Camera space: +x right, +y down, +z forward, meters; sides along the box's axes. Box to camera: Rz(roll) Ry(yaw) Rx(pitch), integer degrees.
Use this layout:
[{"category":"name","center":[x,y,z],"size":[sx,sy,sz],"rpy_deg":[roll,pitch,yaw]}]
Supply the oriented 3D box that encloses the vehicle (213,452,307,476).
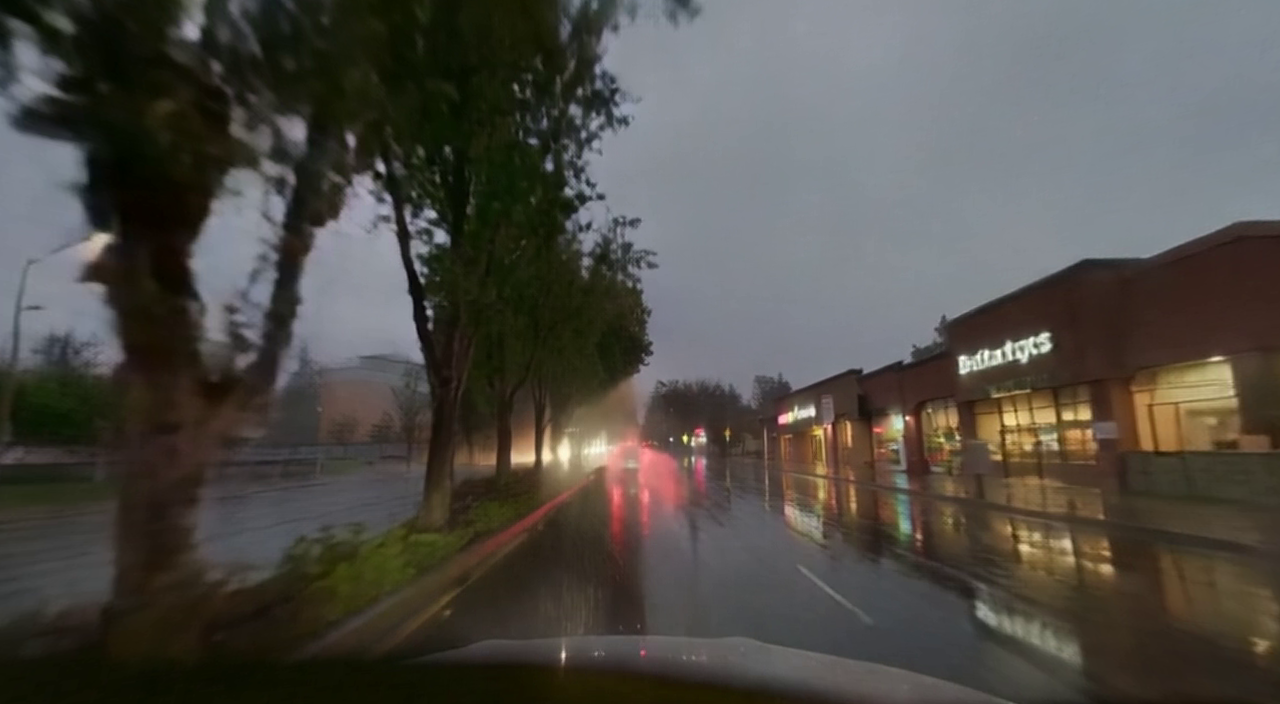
[{"category":"vehicle","center":[-23.215,6.836,38.704],"size":[4.472,1.412,1.891],"rpy_deg":[0,-9,-3]}]

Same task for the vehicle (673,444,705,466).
[{"category":"vehicle","center":[3.513,7.484,45.922],"size":[1.910,1.474,4.003],"rpy_deg":[0,-9,-1]}]

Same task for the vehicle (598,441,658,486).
[{"category":"vehicle","center":[-0.413,4.027,23.031],"size":[2.006,1.487,3.535],"rpy_deg":[0,-9,-1]}]
